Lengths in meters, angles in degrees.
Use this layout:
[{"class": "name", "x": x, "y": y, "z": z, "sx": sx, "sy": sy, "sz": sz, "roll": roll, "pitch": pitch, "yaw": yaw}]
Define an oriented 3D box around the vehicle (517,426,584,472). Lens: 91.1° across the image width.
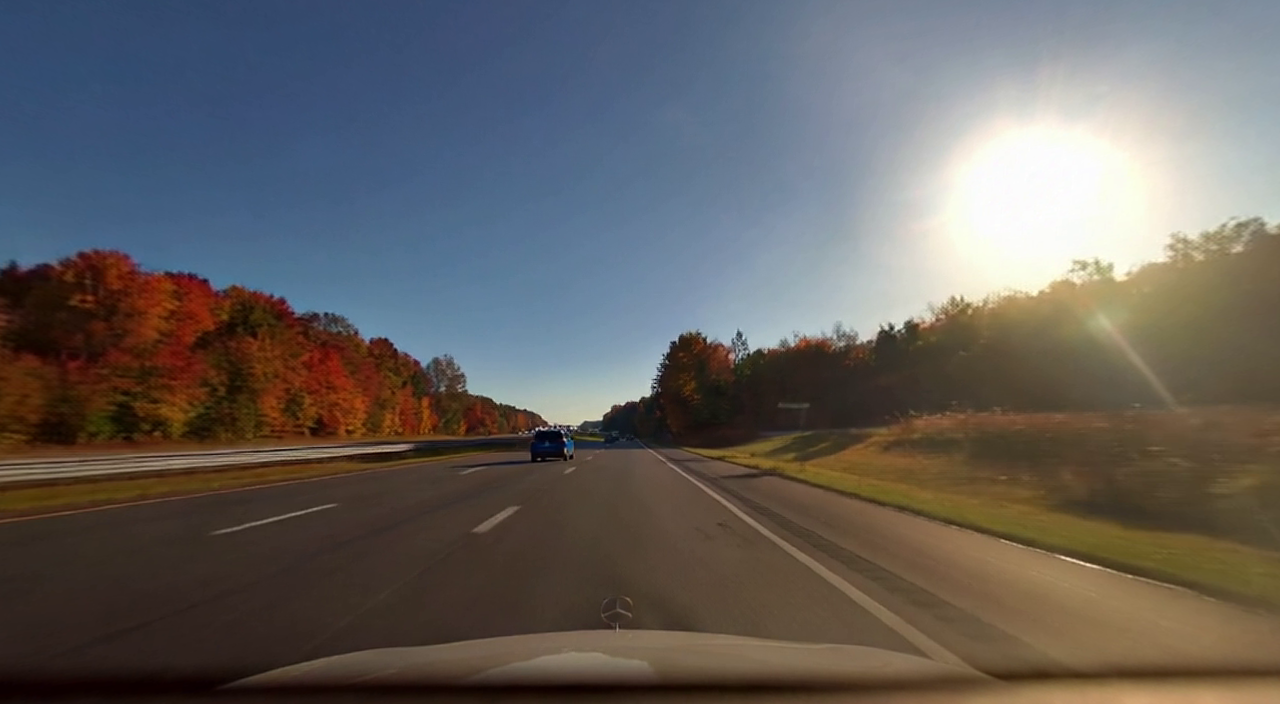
[{"class": "vehicle", "x": -3.511, "y": 3.883, "z": 25.491, "sx": 2.057, "sy": 1.666, "sz": 4.552, "roll": 0, "pitch": -8, "yaw": 0}]
